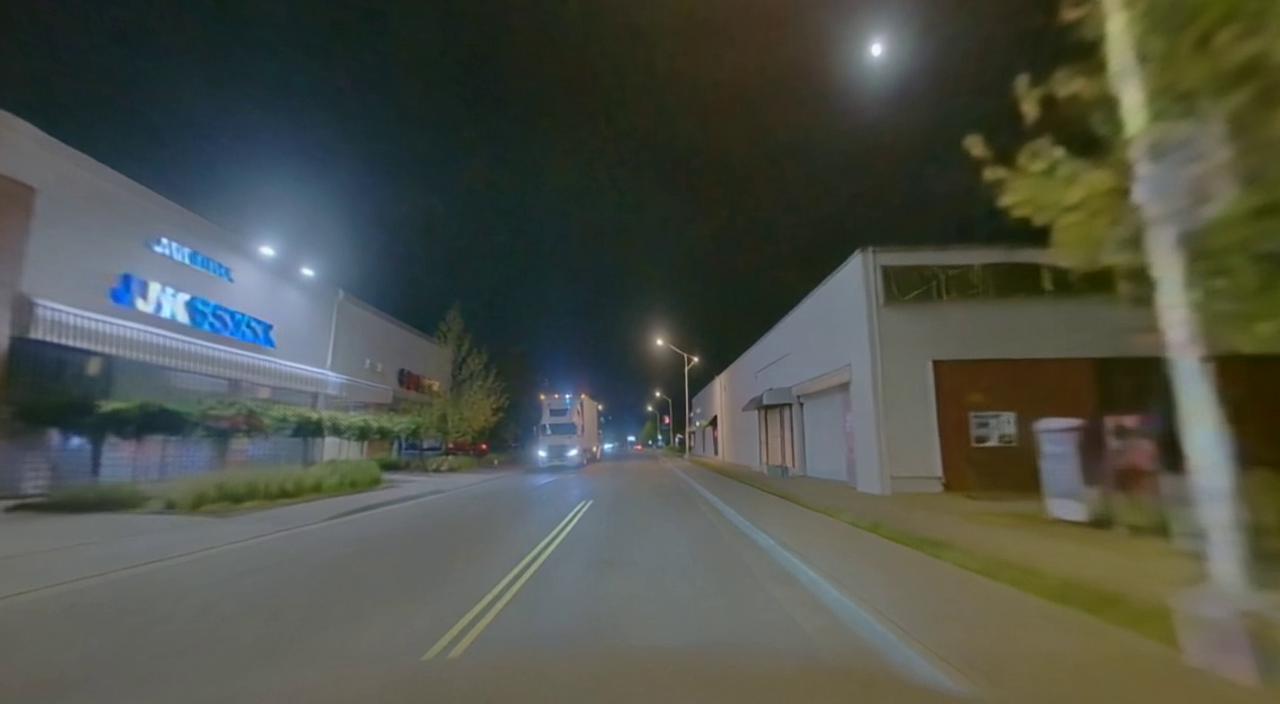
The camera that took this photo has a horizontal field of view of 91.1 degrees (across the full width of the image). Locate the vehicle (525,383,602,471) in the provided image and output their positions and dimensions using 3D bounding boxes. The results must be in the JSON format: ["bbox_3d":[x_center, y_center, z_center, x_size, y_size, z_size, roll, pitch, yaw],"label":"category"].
[{"bbox_3d":[-4.561,5.047,41.611,2.976,4.754,15.127,0,-7,1],"label":"vehicle"}]
